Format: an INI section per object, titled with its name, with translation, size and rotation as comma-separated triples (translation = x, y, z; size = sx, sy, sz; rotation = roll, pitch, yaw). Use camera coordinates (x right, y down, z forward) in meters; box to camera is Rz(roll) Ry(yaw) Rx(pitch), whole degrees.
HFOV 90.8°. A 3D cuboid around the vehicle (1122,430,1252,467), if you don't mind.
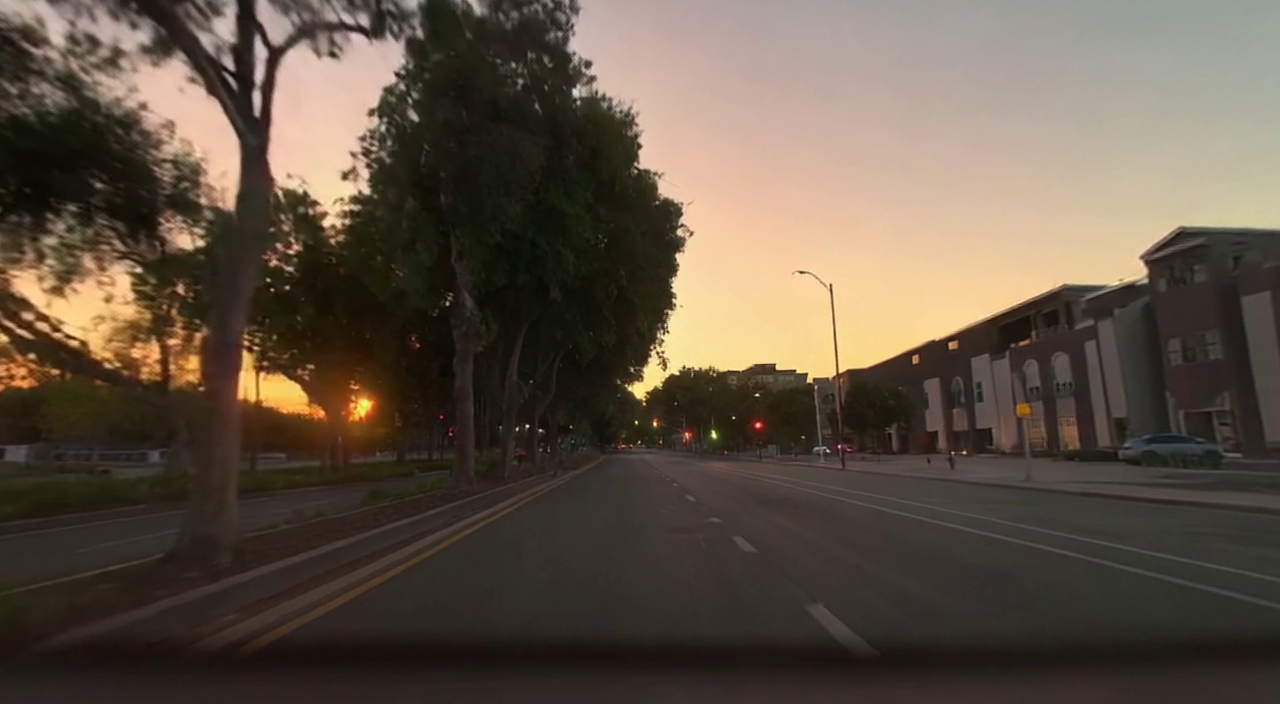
[vehicle]
translation = 29.017, 5.138, 33.629
size = 4.924, 1.901, 2.095
rotation = 0, -9, -1
